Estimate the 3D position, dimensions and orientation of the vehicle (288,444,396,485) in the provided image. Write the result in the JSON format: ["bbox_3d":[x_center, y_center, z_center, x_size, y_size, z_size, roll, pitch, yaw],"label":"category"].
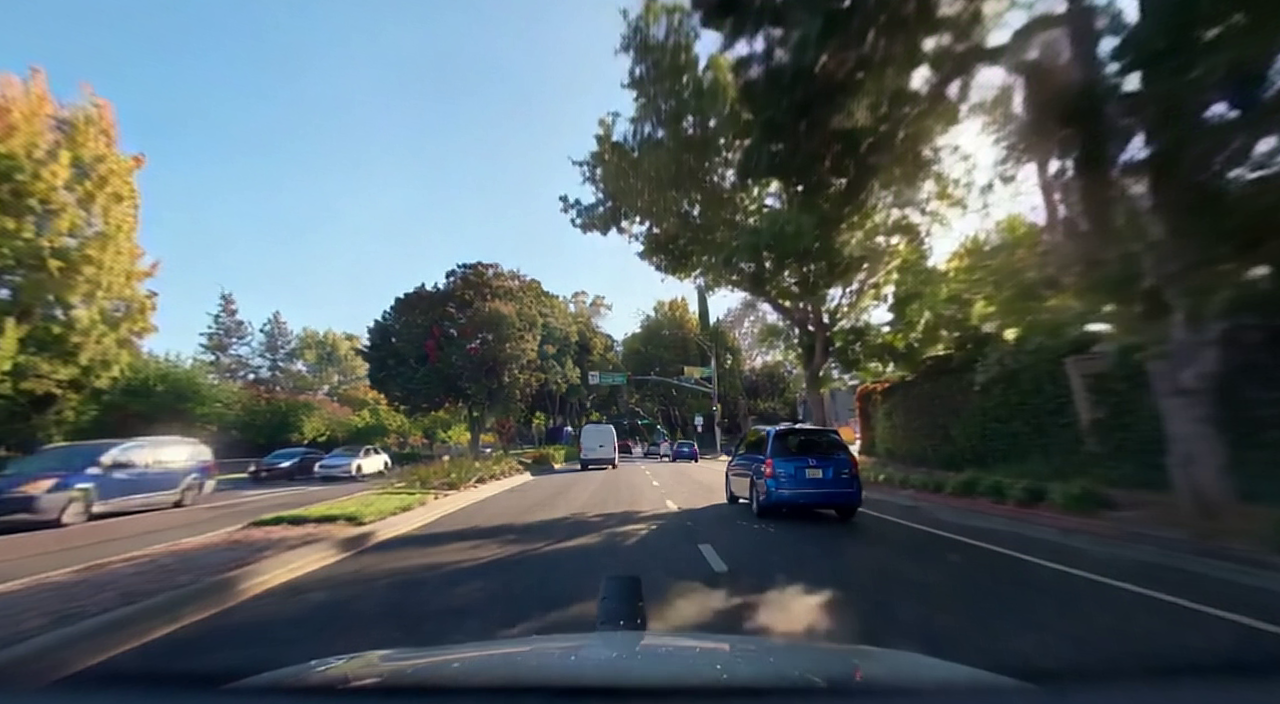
[{"bbox_3d":[-11.806,4.468,25.464,2.116,1.481,4.572,0,-8,0],"label":"vehicle"}]

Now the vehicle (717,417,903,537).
[{"bbox_3d":[2.668,2.073,11.073,1.965,1.671,4.146,0,-8,-2],"label":"vehicle"}]

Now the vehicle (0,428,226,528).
[{"bbox_3d":[-11.493,2.580,13.573,2.192,1.754,4.569,0,-8,-2],"label":"vehicle"}]

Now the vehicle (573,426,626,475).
[{"bbox_3d":[-1.783,4.549,29.295,2.228,2.054,4.309,0,-8,0],"label":"vehicle"}]

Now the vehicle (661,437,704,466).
[{"bbox_3d":[2.581,6.200,39.532,2.248,1.692,4.252,0,-8,-2],"label":"vehicle"}]
